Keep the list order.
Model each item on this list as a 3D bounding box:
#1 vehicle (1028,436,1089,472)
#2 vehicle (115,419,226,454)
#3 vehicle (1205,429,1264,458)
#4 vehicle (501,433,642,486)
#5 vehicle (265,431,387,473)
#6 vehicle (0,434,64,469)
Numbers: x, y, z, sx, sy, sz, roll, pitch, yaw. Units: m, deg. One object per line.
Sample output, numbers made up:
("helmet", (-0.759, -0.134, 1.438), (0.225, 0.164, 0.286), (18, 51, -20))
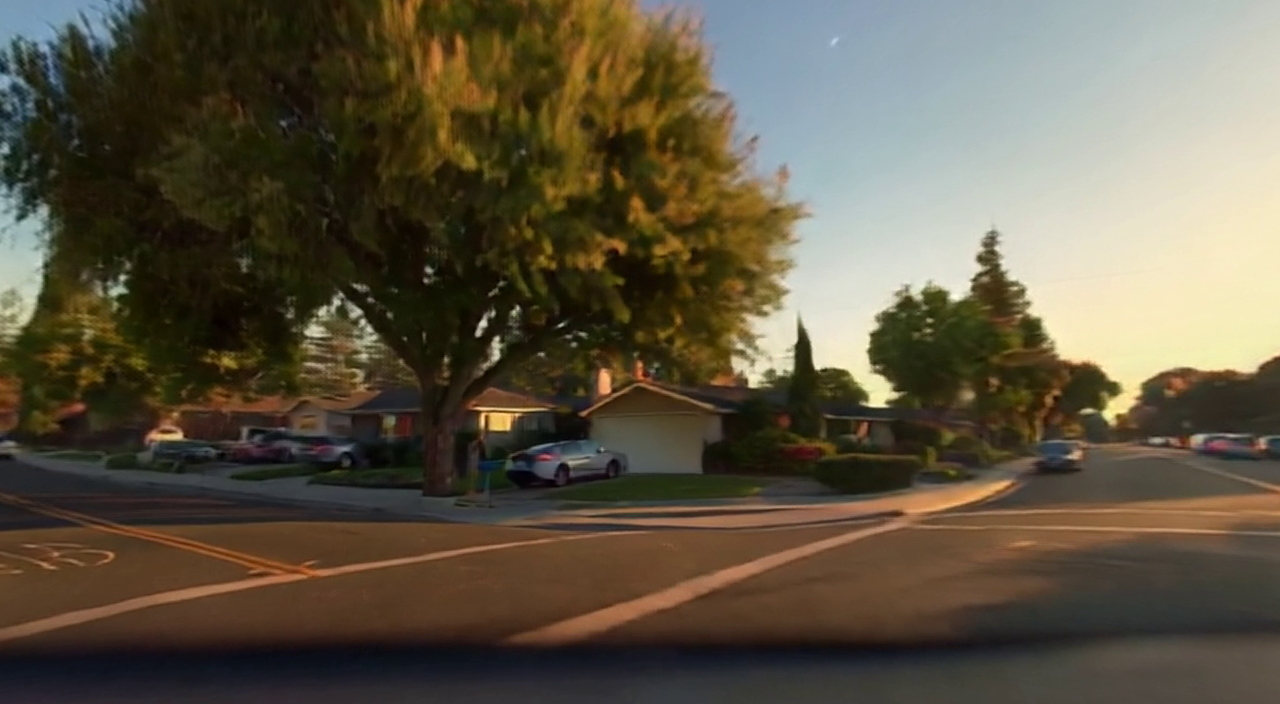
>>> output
("vehicle", (19.475, 4.704, 29.310), (2.075, 1.551, 4.074), (-6, -10, 35))
("vehicle", (-28.344, 5.123, 38.317), (2.181, 1.911, 4.861), (-7, -10, 36))
("vehicle", (36.439, 5.626, 38.814), (2.116, 1.711, 4.155), (-6, -10, 37))
("vehicle", (-2.064, 3.425, 20.428), (1.917, 1.499, 4.569), (-6, -10, 36))
("vehicle", (-13.554, 4.331, 27.493), (1.978, 1.666, 4.230), (-6, -11, 37))
("vehicle", (-28.767, 4.558, 29.161), (4.698, 1.506, 2.009), (-5, -10, 34))
